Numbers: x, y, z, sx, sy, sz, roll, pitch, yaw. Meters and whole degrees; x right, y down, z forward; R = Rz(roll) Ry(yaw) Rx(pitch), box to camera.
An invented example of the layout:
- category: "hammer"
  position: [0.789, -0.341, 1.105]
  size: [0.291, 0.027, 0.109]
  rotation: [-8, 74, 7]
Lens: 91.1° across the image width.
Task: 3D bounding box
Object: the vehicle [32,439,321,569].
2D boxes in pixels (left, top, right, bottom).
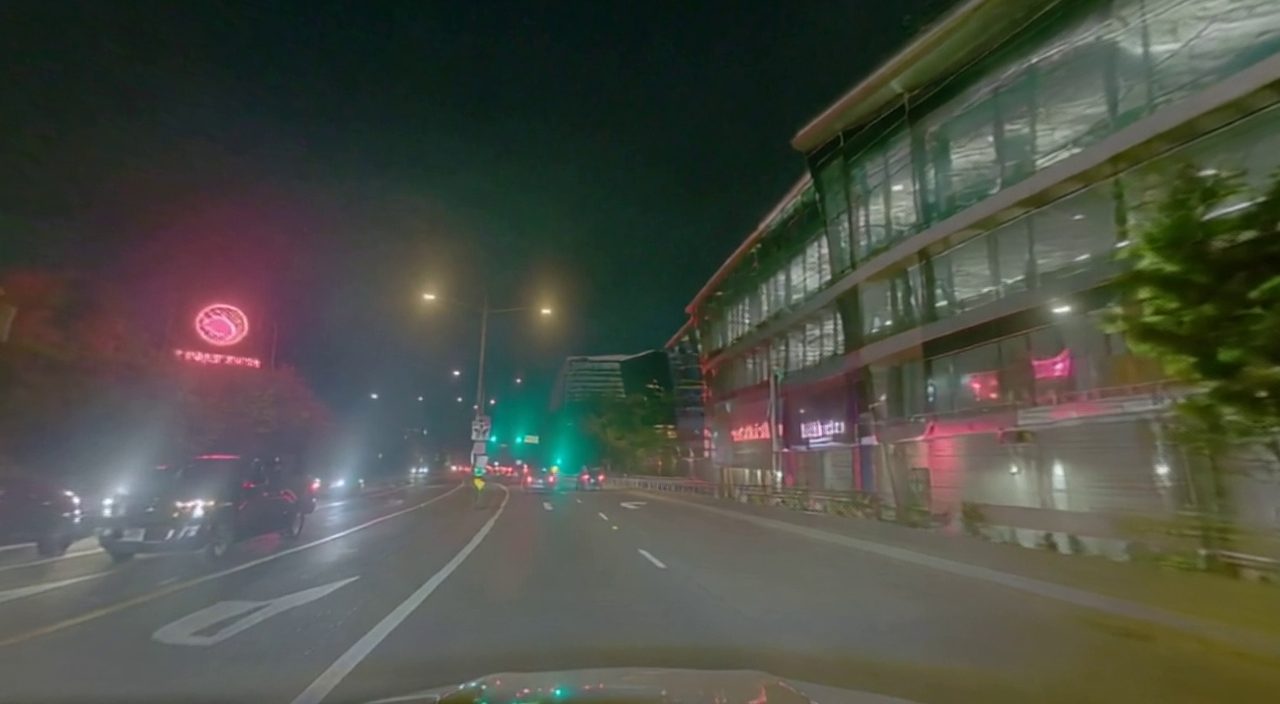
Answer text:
- category: "vehicle"
  position: [-7.393, 2.468, 10.794]
  size: [2.011, 1.701, 4.519]
  rotation: [2, -11, -9]

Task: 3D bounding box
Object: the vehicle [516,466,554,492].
- category: "vehicle"
  position: [-6.407, 7.653, 38.047]
  size: [2.005, 1.498, 3.643]
  rotation: [3, -11, -13]

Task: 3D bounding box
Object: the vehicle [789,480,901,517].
- category: "vehicle"
  position: [9.010, 6.462, 27.811]
  size: [4.302, 1.456, 1.832]
  rotation: [1, -10, -3]

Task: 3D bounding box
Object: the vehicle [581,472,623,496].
- category: "vehicle"
  position: [-2.115, 7.175, 34.206]
  size: [1.775, 1.186, 2.933]
  rotation: [3, -11, -12]

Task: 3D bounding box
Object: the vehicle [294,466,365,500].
- category: "vehicle"
  position: [-14.209, 5.990, 28.959]
  size: [1.839, 1.456, 3.859]
  rotation: [3, -11, -10]
